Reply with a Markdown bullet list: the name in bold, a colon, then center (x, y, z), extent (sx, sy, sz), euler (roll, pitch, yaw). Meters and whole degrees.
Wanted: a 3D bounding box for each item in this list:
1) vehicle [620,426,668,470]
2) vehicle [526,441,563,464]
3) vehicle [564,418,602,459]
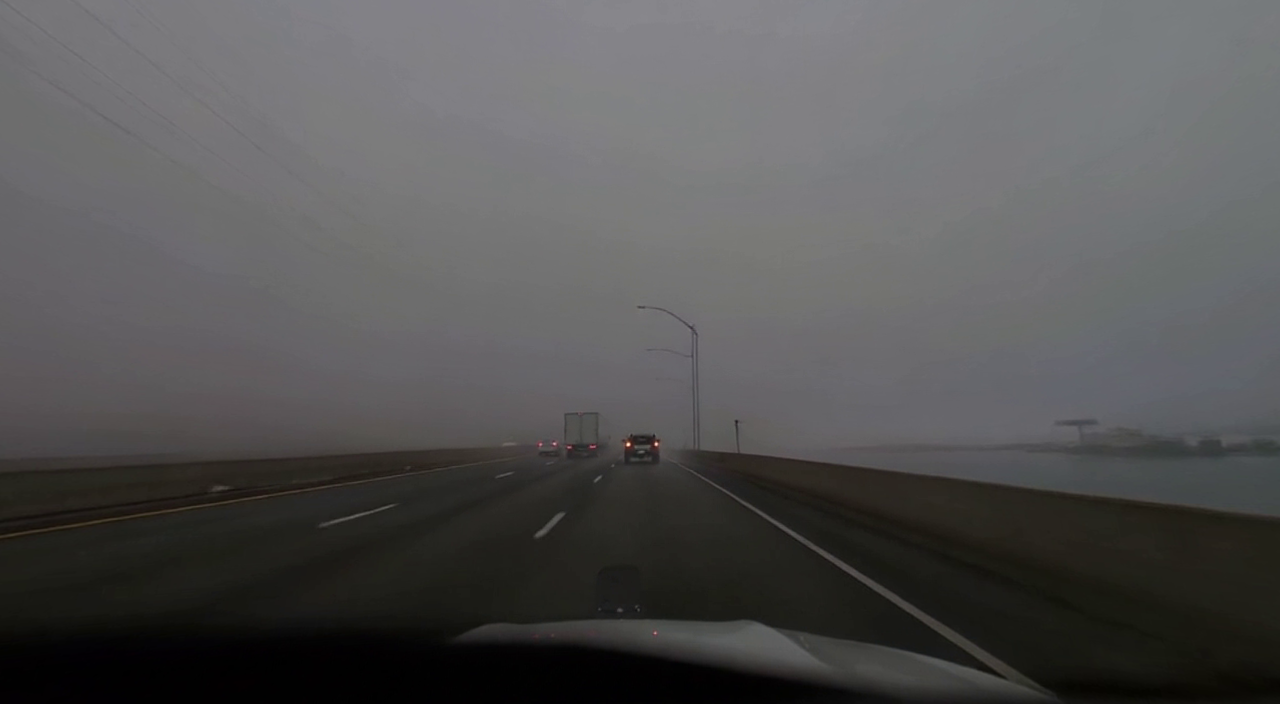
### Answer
- **vehicle**: center (0.216, 5.064, 33.457), extent (2.358, 2.144, 4.713), euler (0, -8, 1)
- **vehicle**: center (-6.948, 7.370, 46.496), extent (2.004, 1.545, 4.513), euler (0, -8, 0)
- **vehicle**: center (-3.666, 5.625, 40.989), extent (2.178, 2.522, 2.054), euler (0, -8, 1)
